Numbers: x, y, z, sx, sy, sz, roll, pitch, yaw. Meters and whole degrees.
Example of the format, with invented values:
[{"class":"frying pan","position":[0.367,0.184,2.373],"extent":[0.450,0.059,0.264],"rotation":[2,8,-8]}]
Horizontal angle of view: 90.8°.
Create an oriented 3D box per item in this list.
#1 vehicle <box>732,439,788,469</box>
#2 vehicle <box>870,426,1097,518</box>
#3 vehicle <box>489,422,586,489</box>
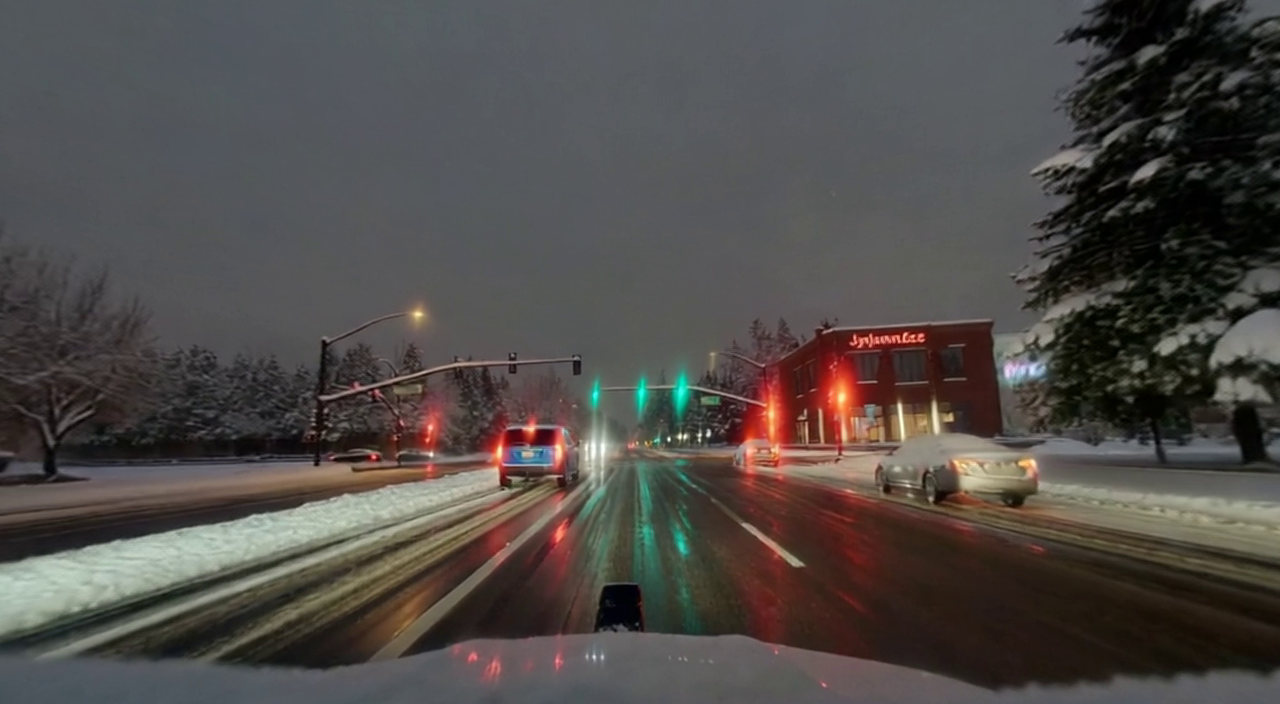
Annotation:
[{"class":"vehicle","position":[6.294,5.399,33.696],"extent":[1.972,1.476,4.775],"rotation":[0,-8,-2]},{"class":"vehicle","position":[6.774,2.417,13.276],"extent":[2.014,1.539,4.852],"rotation":[0,-8,0]},{"class":"vehicle","position":[-3.144,3.328,20.588],"extent":[2.313,1.883,5.016],"rotation":[0,-8,0]}]
